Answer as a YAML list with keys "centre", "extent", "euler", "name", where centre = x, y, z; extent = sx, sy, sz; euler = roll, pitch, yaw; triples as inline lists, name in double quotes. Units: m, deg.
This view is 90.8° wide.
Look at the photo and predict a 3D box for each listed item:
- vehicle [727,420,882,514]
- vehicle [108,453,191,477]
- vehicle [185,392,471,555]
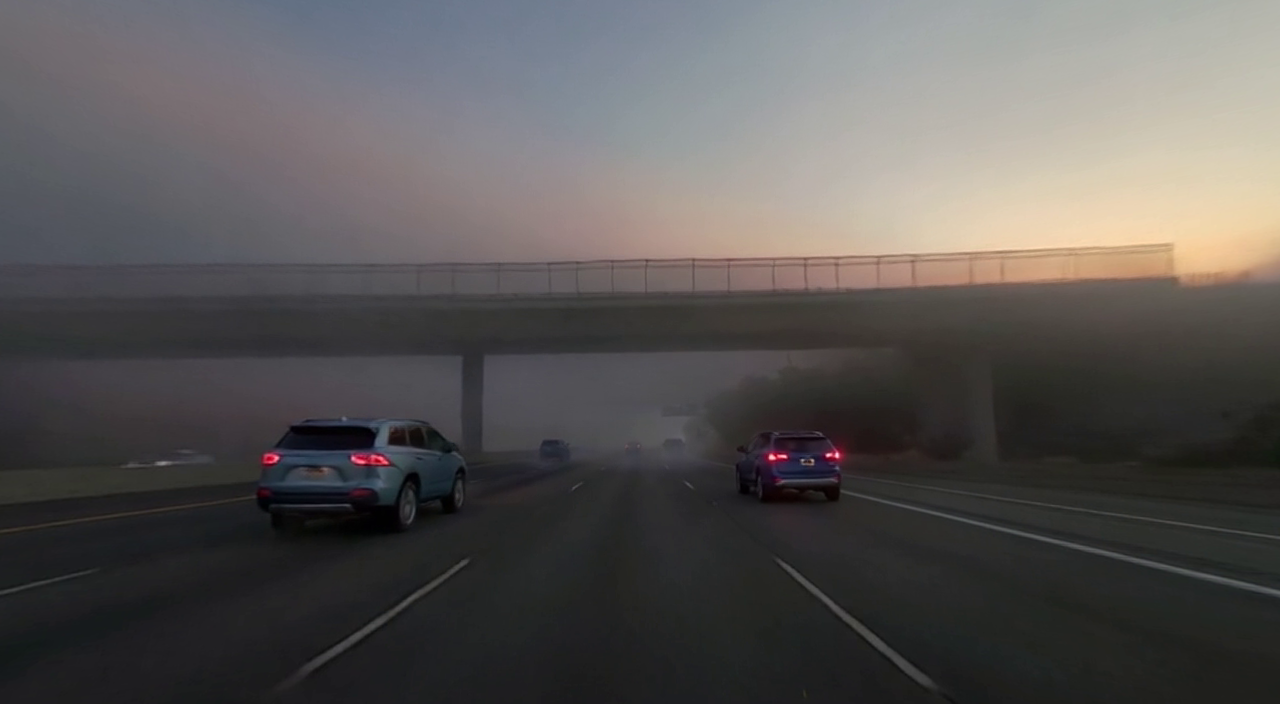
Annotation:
- centre: [3.417, 2.499, 14.199]
  extent: [2.185, 1.749, 4.477]
  euler: [0, -8, -1]
  name: "vehicle"
- centre: [-33.252, 7.667, 42.990]
  extent: [1.831, 1.478, 4.762]
  euler: [0, -8, 0]
  name: "vehicle"
- centre: [-4.252, 1.759, 9.750]
  extent: [2.018, 1.872, 4.728]
  euler: [0, -8, -1]
  name: "vehicle"
